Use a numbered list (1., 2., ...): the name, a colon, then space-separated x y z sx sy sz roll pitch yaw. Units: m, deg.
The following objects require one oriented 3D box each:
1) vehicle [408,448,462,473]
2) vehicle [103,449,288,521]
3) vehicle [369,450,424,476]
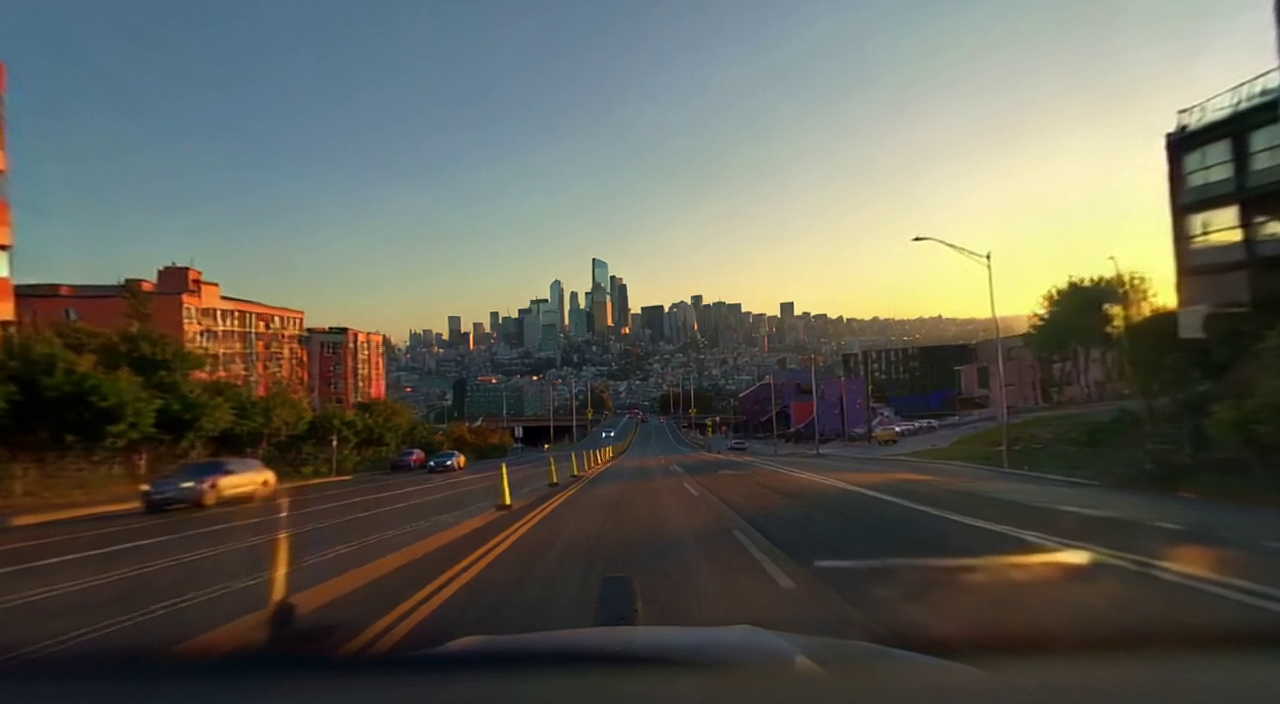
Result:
1. vehicle: -13.132 6.971 40.774 1.989 1.461 4.426 0 -8 0
2. vehicle: -11.425 3.384 16.805 2.145 1.559 4.967 2 -9 -12
3. vehicle: -17.317 7.889 45.114 1.992 1.527 4.540 -1 -6 2
